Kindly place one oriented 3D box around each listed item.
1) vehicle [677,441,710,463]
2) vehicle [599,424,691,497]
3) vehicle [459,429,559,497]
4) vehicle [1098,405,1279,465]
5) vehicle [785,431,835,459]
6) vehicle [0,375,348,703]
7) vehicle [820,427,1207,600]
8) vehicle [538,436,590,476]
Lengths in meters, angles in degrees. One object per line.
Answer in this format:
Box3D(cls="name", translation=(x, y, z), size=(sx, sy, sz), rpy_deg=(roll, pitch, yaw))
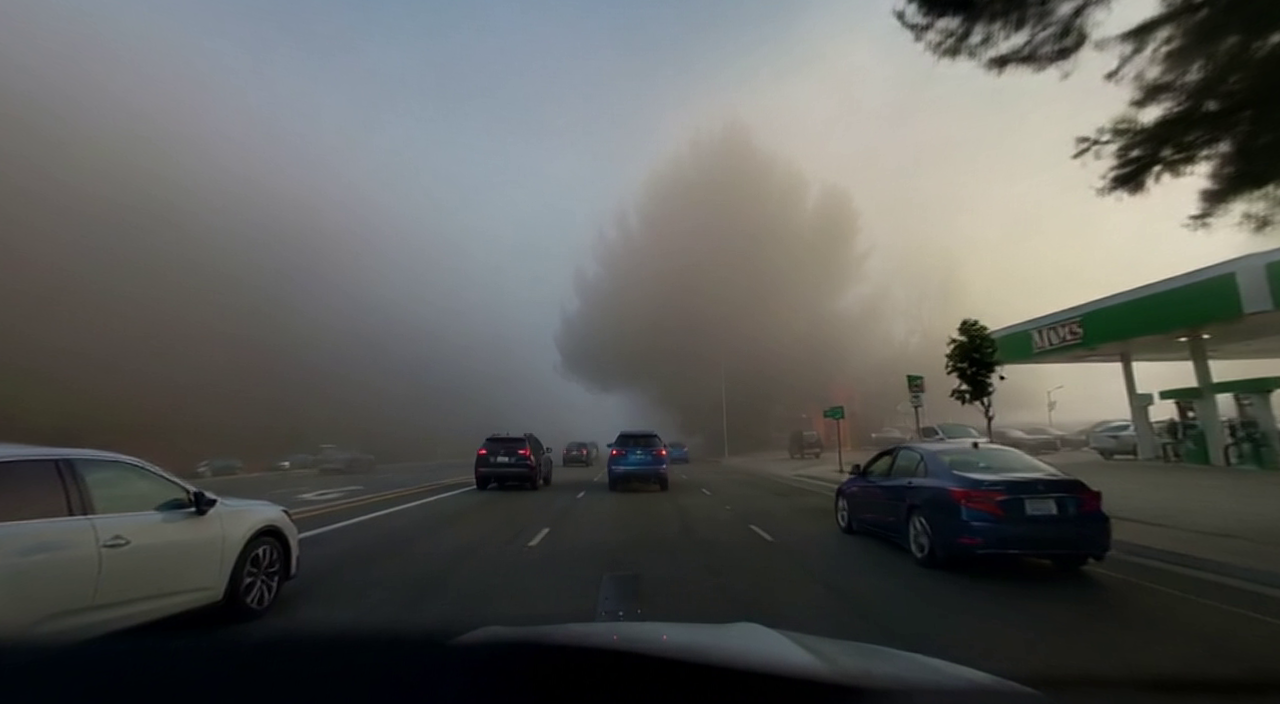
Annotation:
Box3D(cls="vehicle", translation=(3.834, 7.264, 45.981), size=(1.926, 1.522, 3.852), rpy_deg=(0, -9, -2))
Box3D(cls="vehicle", translation=(0.104, 3.040, 18.031), size=(2.279, 1.803, 4.254), rpy_deg=(0, -9, -1))
Box3D(cls="vehicle", translation=(-3.584, 3.124, 18.096), size=(1.932, 1.695, 4.150), rpy_deg=(0, -9, 0))
Box3D(cls="vehicle", translation=(18.169, 2.792, 20.990), size=(1.906, 1.734, 4.483), rpy_deg=(2, -9, -12))
Box3D(cls="vehicle", translation=(11.942, 6.592, 44.746), size=(2.102, 1.887, 4.673), rpy_deg=(0, -9, -1))
Box3D(cls="vehicle", translation=(-3.531, 1.040, 3.528), size=(1.864, 1.574, 4.031), rpy_deg=(0, -9, 0))
Box3D(cls="vehicle", translation=(3.895, 1.736, 7.803), size=(1.888, 1.456, 4.589), rpy_deg=(0, -9, -1))
Box3D(cls="vehicle", translation=(-3.359, 4.670, 28.571), size=(1.871, 1.673, 3.920), rpy_deg=(0, -9, 0))
